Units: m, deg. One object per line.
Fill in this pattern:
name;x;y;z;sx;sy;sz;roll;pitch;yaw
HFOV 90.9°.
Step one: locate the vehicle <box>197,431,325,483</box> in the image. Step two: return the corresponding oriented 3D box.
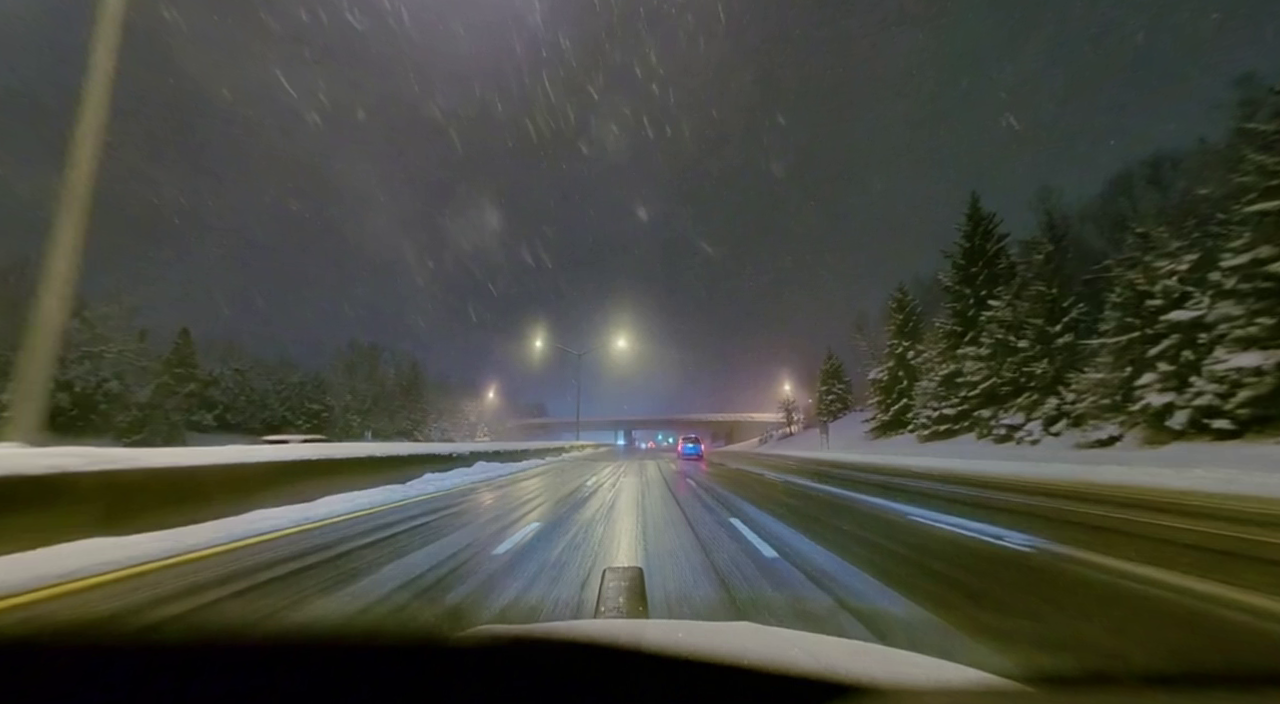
vehicle;-11.075;3.071;18.714;1.633;1.387;3.381;0;-8;0
